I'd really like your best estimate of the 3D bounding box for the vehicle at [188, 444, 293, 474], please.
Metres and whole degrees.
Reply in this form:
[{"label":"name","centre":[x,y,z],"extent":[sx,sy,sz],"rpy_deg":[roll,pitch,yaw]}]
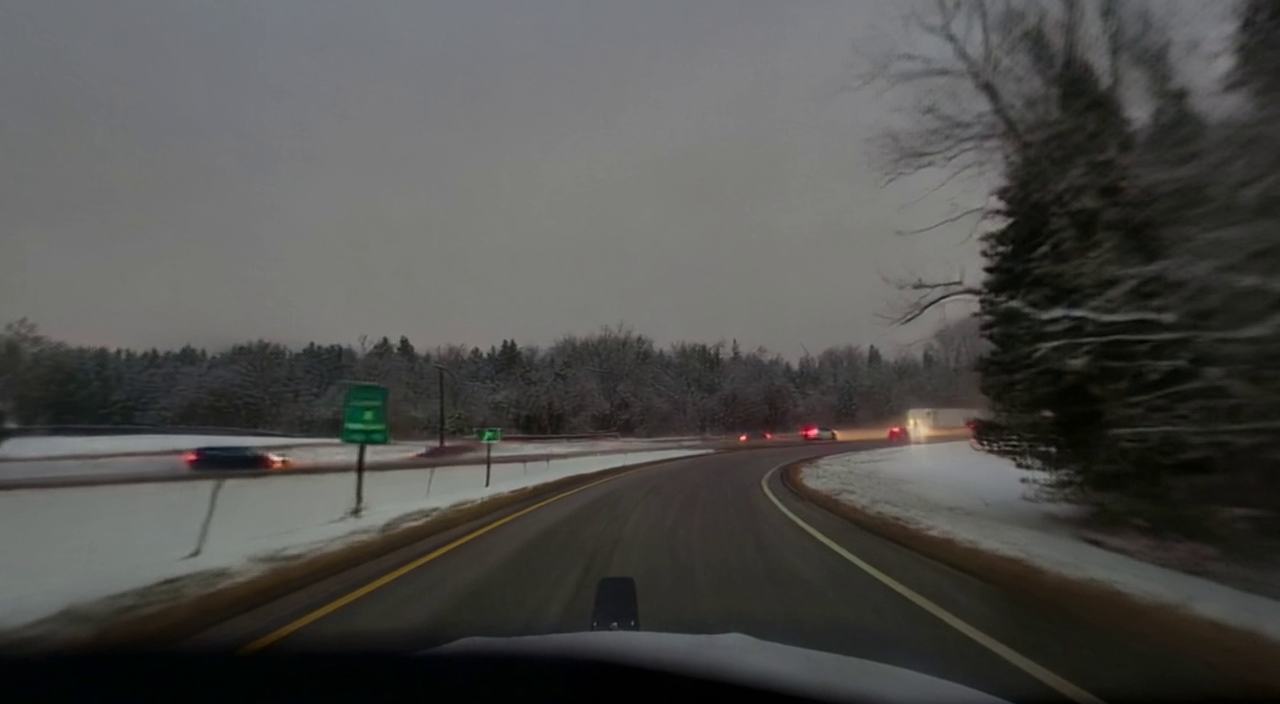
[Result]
[{"label":"vehicle","centre":[-22.779,6.121,36.172],"extent":[4.843,1.579,2.135],"rpy_deg":[4,-9,-28]}]
